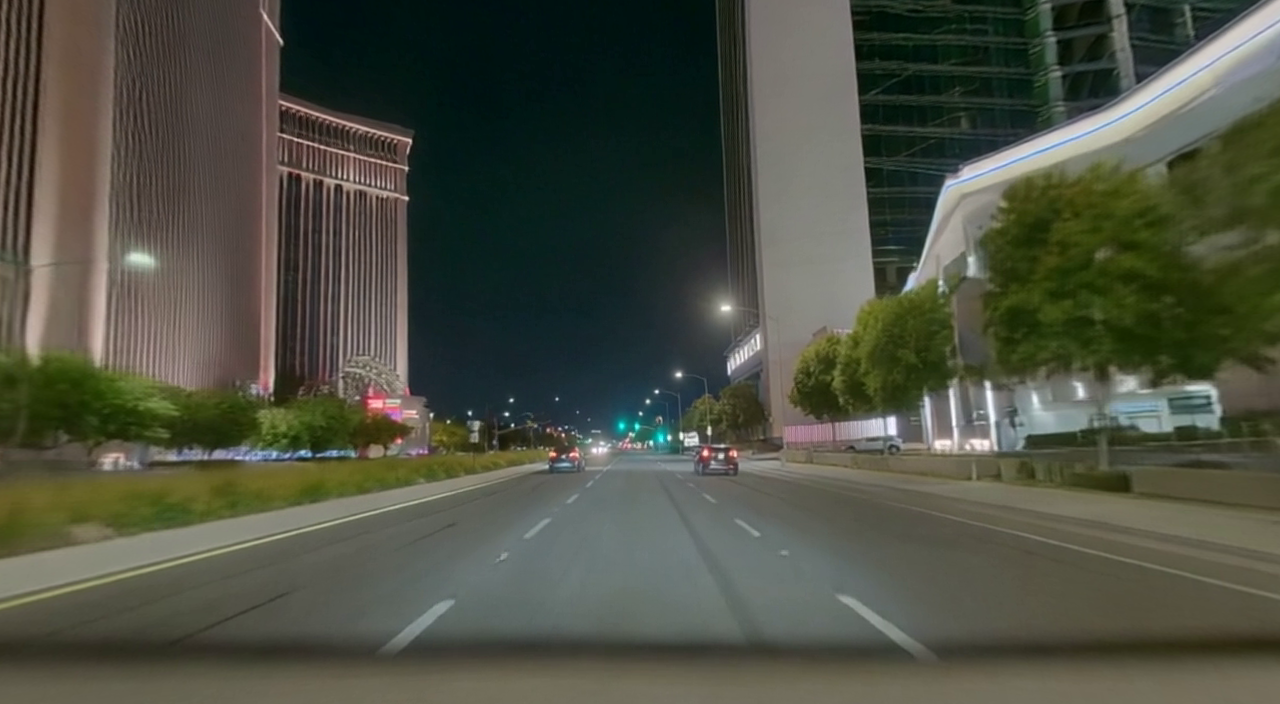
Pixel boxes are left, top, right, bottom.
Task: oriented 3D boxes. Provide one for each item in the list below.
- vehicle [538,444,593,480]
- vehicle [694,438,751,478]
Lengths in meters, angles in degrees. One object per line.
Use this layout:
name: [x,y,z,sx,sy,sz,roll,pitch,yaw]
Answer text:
vehicle: [-3.332,4.978,28.837,2.005,1.477,4.169,0,-8,0]
vehicle: [3.856,5.033,30.119,2.083,1.743,4.354,0,-8,-1]
